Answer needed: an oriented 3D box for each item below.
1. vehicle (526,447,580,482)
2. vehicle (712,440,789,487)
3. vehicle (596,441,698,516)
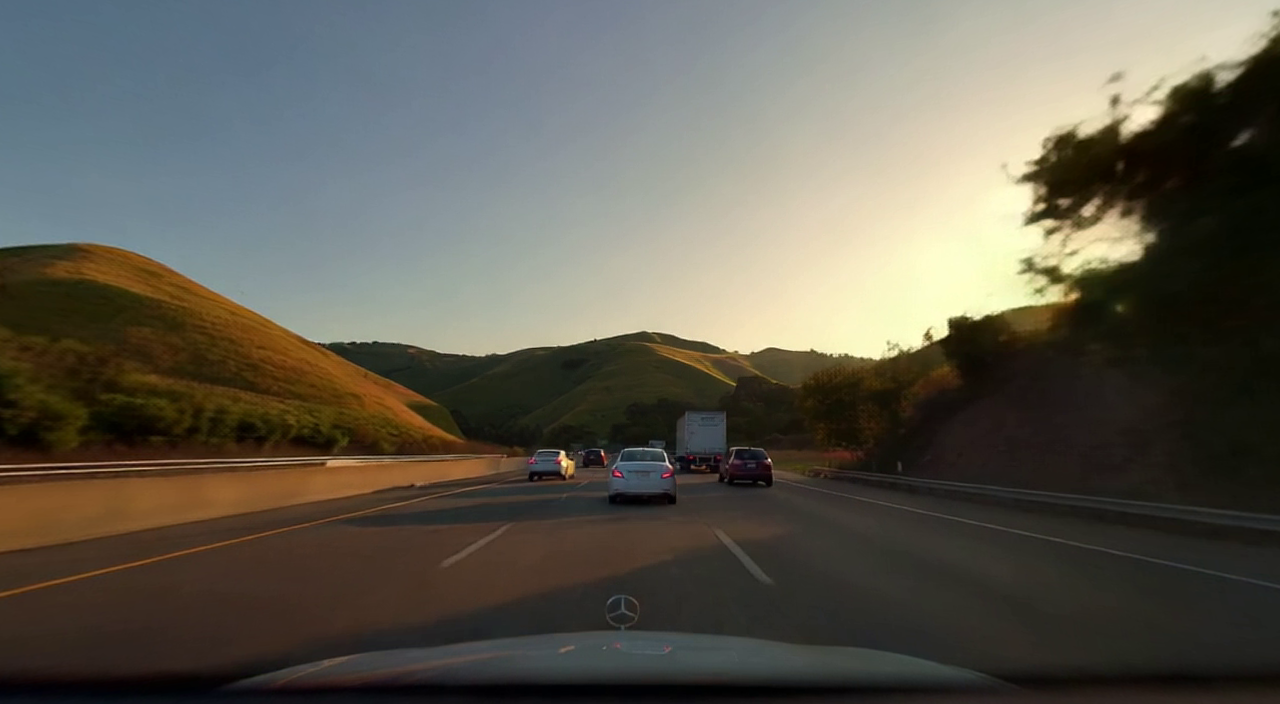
[{"bbox_3d":[-3.879,5.091,28.778,1.848,1.486,3.832,-1,-9,2],"label":"vehicle"},{"bbox_3d":[4.059,4.200,23.977,2.029,1.579,4.484,0,-9,-1],"label":"vehicle"},{"bbox_3d":[0.147,2.850,14.559,2.041,1.484,3.535,0,-9,0],"label":"vehicle"}]
